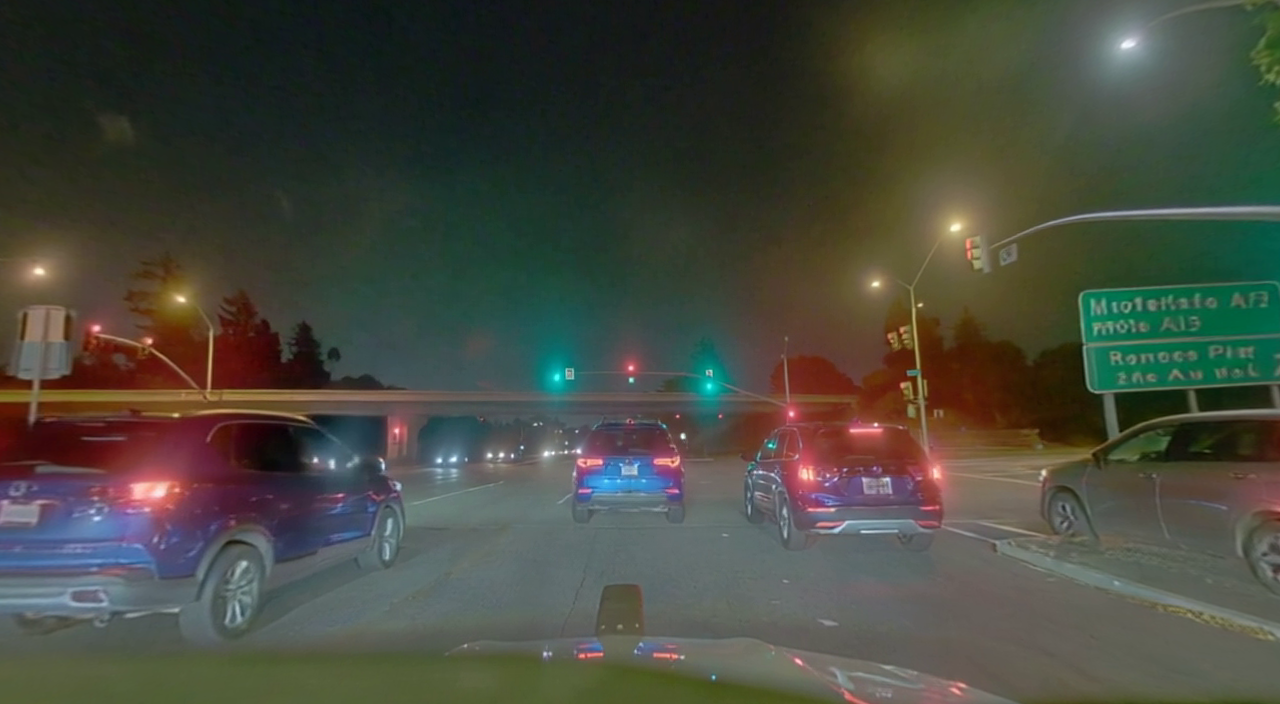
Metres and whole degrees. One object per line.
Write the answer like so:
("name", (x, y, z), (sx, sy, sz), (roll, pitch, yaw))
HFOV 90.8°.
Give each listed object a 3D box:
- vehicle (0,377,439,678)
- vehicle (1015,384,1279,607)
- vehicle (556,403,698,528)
("vehicle", (-3.770, 1.378, 6.150), (2.060, 1.768, 4.681), (0, -8, 0))
("vehicle", (6.208, 1.354, 6.456), (2.074, 1.785, 4.320), (0, -8, 0))
("vehicle", (-0.279, 2.212, 12.815), (2.342, 2.026, 4.642), (0, -8, -2))
